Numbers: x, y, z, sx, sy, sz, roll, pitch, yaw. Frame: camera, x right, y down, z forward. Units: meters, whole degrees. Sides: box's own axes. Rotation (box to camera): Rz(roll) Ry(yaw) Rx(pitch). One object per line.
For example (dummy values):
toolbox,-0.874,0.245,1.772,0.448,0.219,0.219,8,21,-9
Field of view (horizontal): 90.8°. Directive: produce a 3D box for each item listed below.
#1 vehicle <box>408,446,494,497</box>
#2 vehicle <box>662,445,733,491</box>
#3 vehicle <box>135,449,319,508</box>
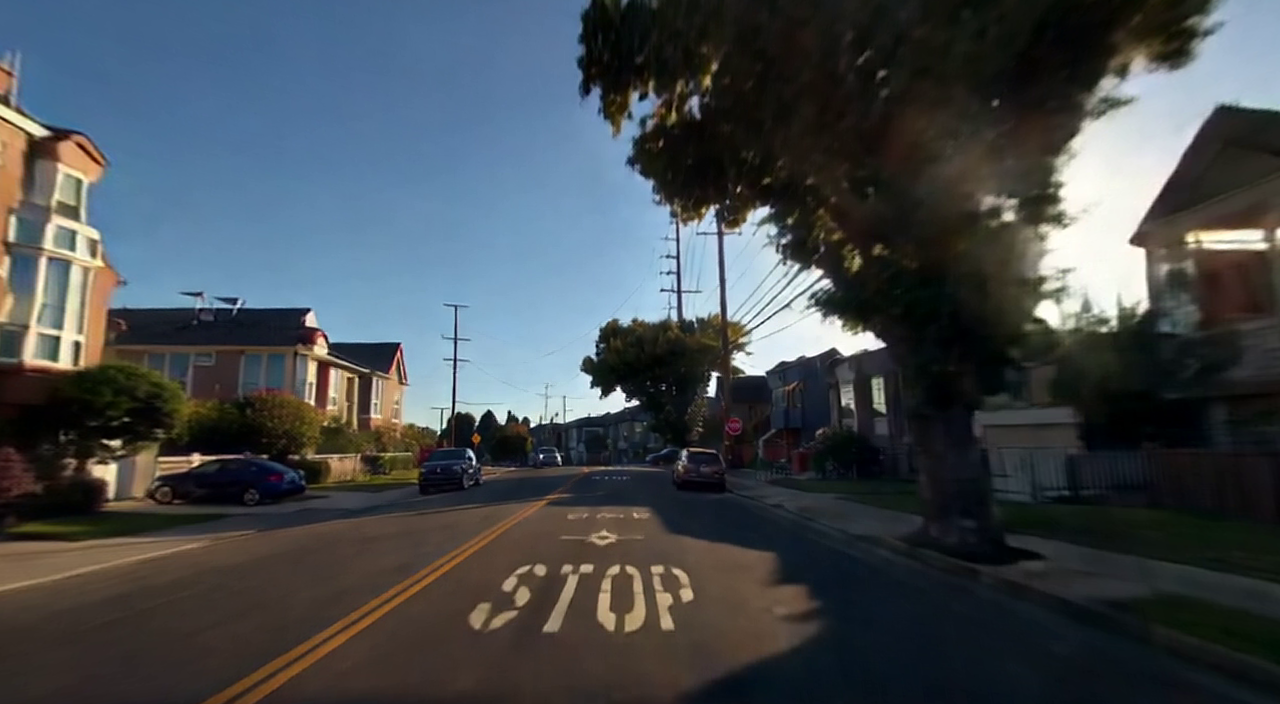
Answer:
vehicle,-7.661,4.851,26.127,2.156,1.728,4.619,-2,-7,0
vehicle,2.044,4.263,23.646,2.080,1.531,4.415,0,-9,-2
vehicle,-12.612,3.868,19.551,4.266,1.674,1.933,0,-9,-3
